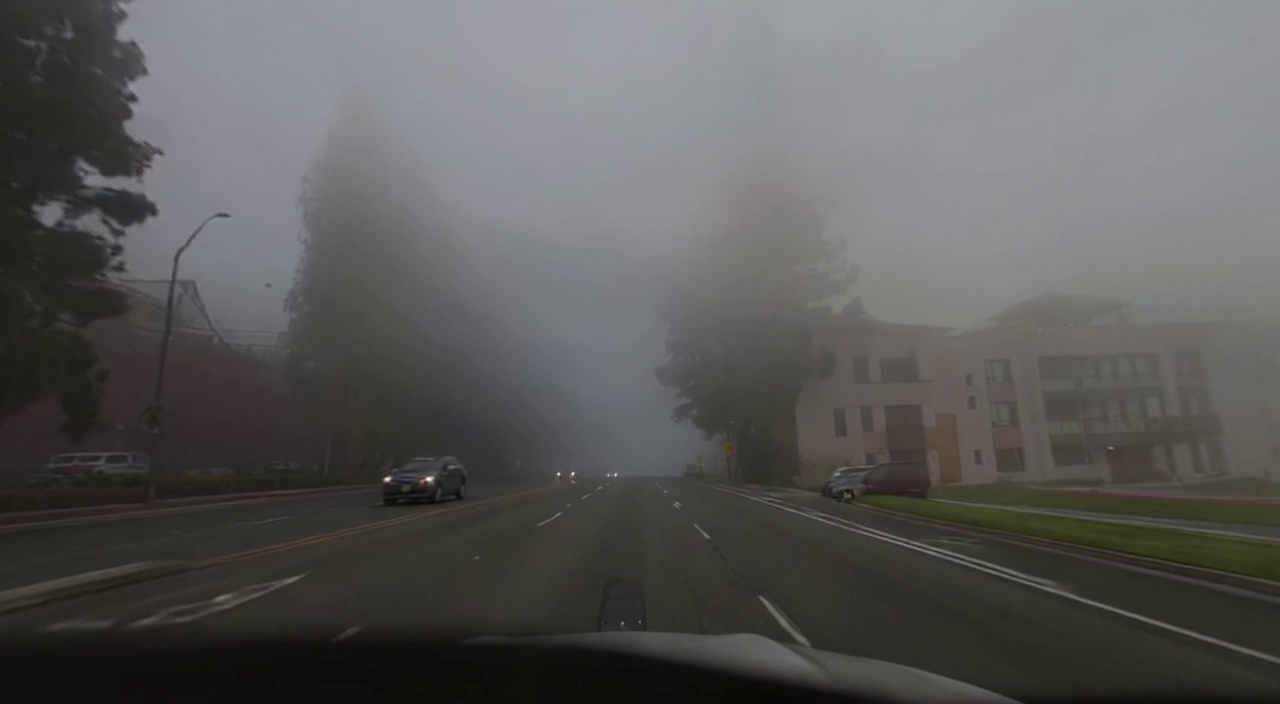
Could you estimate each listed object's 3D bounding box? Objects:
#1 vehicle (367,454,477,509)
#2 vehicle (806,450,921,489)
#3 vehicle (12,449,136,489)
[{"bbox_3d":[-7.596,4.531,22.432,2.220,1.681,4.633,0,-9,0],"label":"vehicle"},{"bbox_3d":[11.055,5.830,31.320,4.903,1.831,2.098,0,-9,2],"label":"vehicle"},{"bbox_3d":[-27.578,5.748,30.714,3.770,1.737,2.102,1,-15,-1],"label":"vehicle"}]
